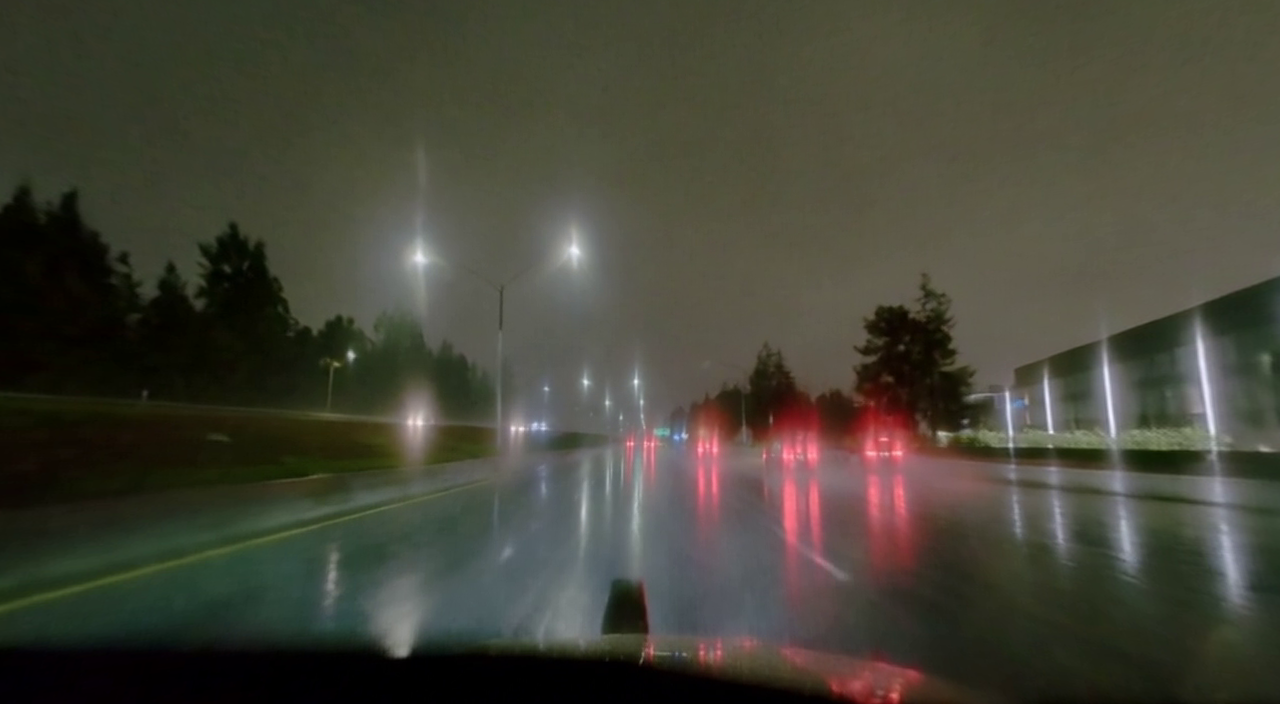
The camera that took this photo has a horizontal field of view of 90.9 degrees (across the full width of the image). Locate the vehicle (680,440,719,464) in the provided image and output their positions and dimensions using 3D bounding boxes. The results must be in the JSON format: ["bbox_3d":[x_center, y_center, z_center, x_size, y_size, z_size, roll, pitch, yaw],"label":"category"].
[{"bbox_3d":[3.822,6.539,41.339,2.069,1.431,4.313,0,-8,-1],"label":"vehicle"}]
